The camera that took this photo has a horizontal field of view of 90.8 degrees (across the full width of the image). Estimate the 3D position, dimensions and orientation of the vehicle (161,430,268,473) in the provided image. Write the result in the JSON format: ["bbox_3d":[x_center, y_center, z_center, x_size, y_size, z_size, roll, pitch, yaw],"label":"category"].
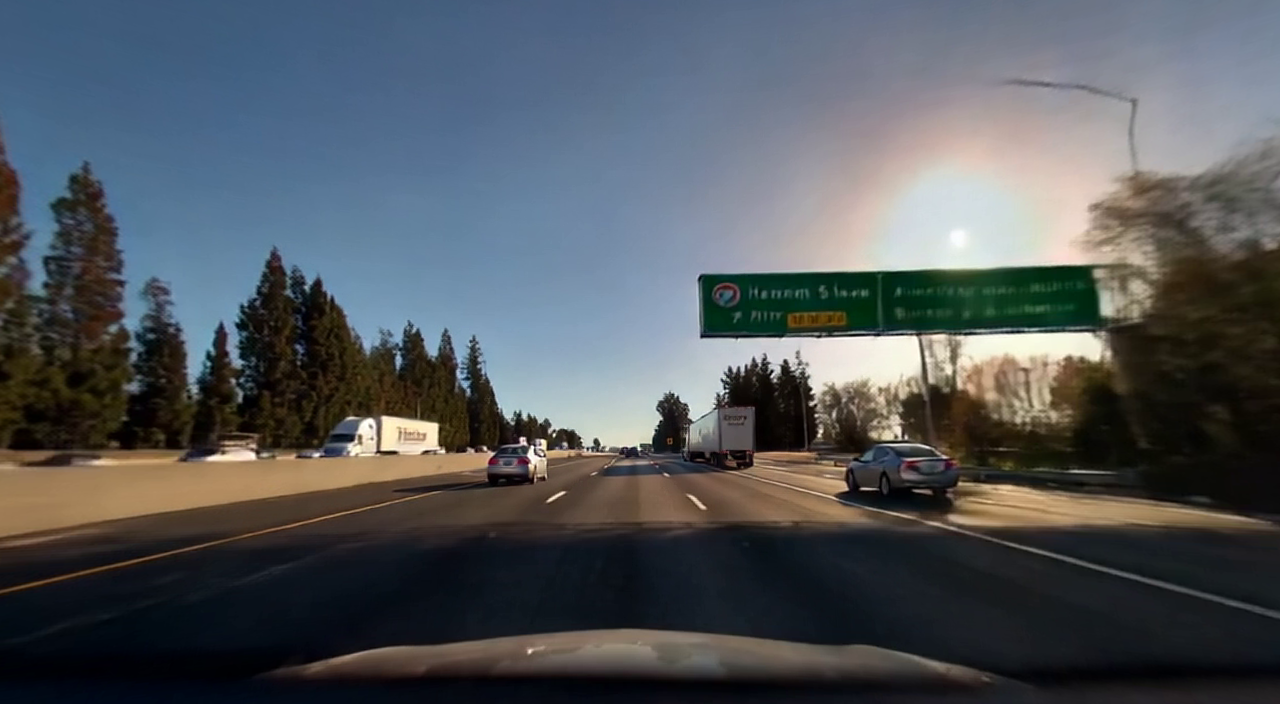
[{"bbox_3d":[-24.388,5.746,36.584,2.205,2.293,5.841,0,-9,-1],"label":"vehicle"}]

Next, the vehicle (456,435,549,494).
[{"bbox_3d":[-4.214,3.516,20.048,2.027,1.651,4.099,0,-9,0],"label":"vehicle"}]

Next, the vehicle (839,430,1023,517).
[{"bbox_3d":[6.309,2.679,14.405,1.991,1.647,4.409,0,-9,-1],"label":"vehicle"}]

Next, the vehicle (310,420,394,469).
[{"bbox_3d":[-20.859,6.780,46.248,2.949,3.338,6.668,0,-9,0],"label":"vehicle"}]
